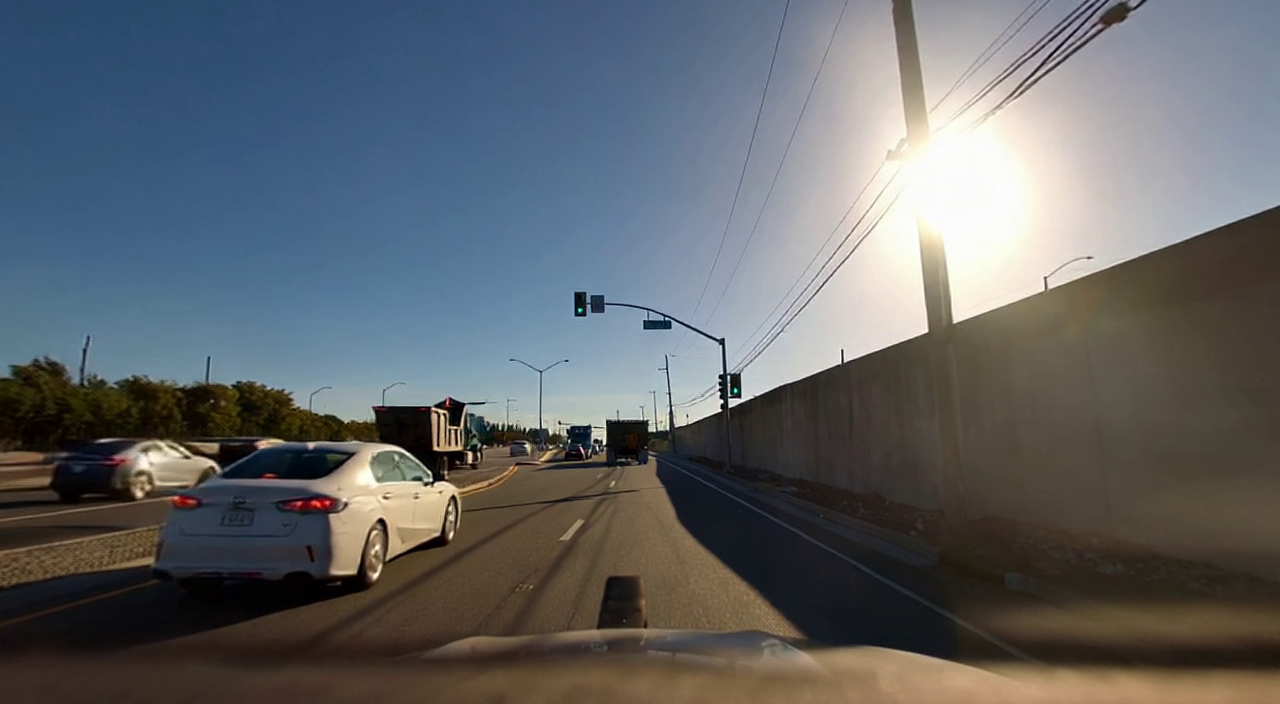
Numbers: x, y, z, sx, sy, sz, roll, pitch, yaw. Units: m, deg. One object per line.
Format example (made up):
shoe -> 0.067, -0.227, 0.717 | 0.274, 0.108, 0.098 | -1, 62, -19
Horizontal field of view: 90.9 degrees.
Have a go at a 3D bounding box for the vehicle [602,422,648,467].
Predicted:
vehicle -> -0.823, 5.150, 35.045 | 2.355, 2.305, 5.336 | 0, -8, -1

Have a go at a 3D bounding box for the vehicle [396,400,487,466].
vehicle -> -12.835, 5.447, 41.768 | 3.016, 3.847, 8.707 | 0, -8, 1

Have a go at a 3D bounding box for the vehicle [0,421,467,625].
vehicle -> -3.711, 1.625, 7.163 | 2.019, 1.480, 4.966 | 0, -8, 1
